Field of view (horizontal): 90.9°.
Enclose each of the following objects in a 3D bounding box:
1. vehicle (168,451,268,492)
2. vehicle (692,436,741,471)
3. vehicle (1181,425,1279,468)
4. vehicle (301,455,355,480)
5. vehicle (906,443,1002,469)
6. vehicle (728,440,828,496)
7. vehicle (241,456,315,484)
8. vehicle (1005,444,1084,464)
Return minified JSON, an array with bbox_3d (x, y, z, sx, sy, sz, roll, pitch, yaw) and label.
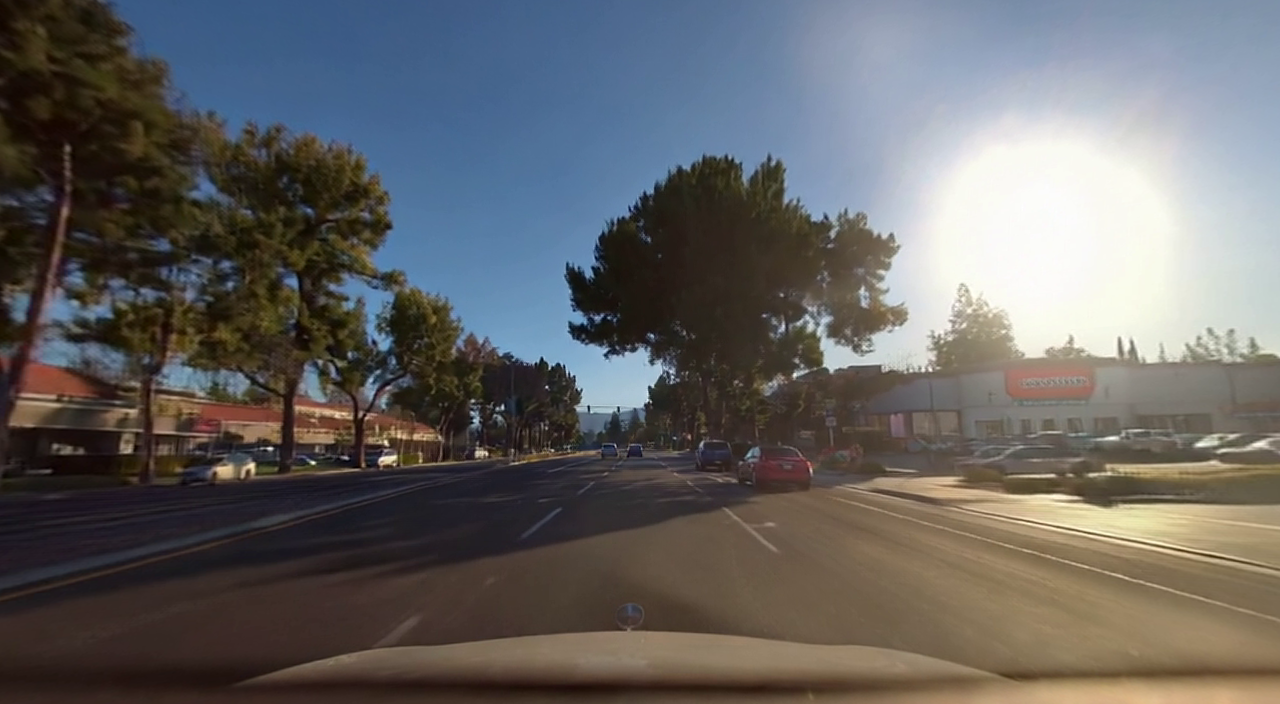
[{"bbox_3d":[-22.475,6.322,33.830,2.058,1.837,4.990,-3,-8,-2],"label":"vehicle"},{"bbox_3d":[4.413,5.968,37.108,2.140,1.921,4.431,0,-8,-2],"label":"vehicle"},{"bbox_3d":[31.609,4.851,32.462,5.184,2.130,2.349,0,-8,0],"label":"vehicle"},{"bbox_3d":[-22.835,8.429,46.342,1.822,1.551,4.295,-3,-8,-1],"label":"vehicle"},{"bbox_3d":[18.363,6.083,36.990,4.502,1.459,2.082,0,-8,-3],"label":"vehicle"},{"bbox_3d":[3.966,3.401,18.935,1.916,1.459,4.335,0,-8,-2],"label":"vehicle"},{"bbox_3d":[-22.783,7.397,39.887,1.833,1.534,4.821,0,-8,-1],"label":"vehicle"},{"bbox_3d":[30.891,7.806,48.213,4.587,1.468,2.153,1,-8,-4],"label":"vehicle"}]
